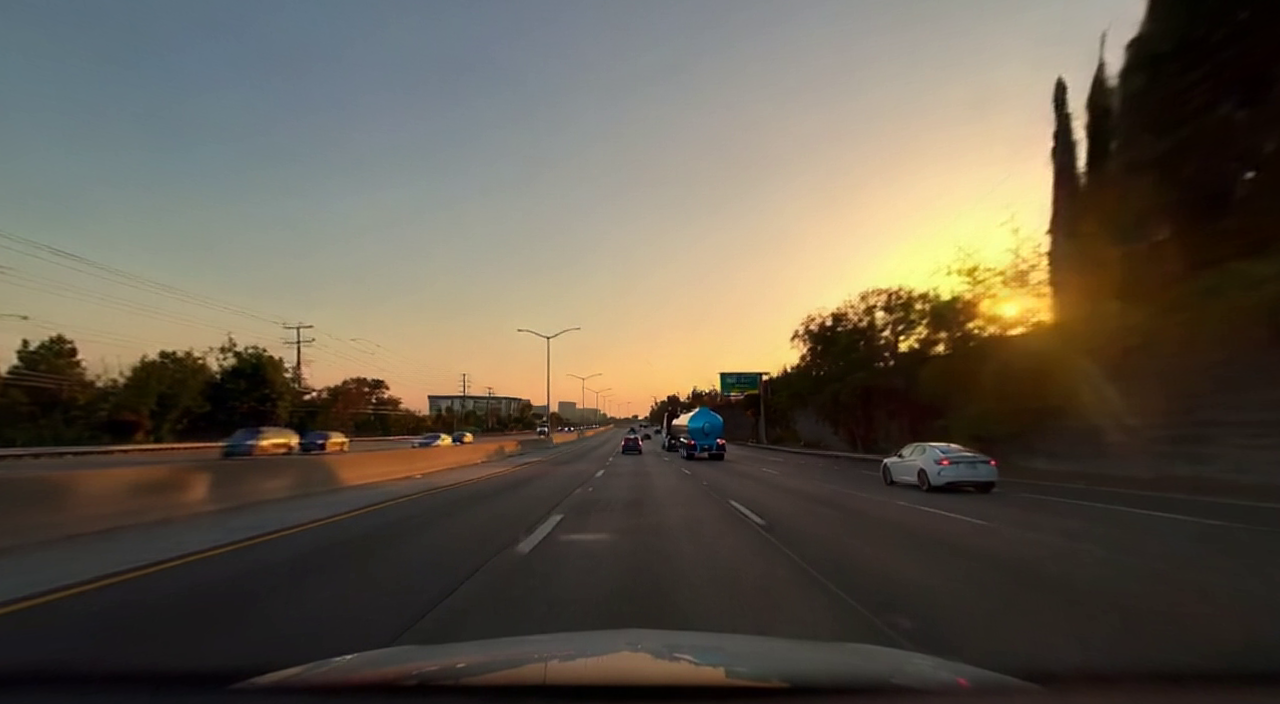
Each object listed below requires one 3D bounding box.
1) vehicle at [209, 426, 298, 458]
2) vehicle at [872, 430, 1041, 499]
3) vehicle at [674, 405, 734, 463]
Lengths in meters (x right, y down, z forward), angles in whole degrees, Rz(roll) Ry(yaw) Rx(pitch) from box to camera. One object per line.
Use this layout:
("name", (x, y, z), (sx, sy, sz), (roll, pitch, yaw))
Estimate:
("vehicle", (-25.039, 5.862, 41.146), (2.219, 1.863, 5.715), (0, -8, 0))
("vehicle", (7.759, 2.782, 16.092), (1.905, 1.480, 4.624), (0, -8, 0))
("vehicle", (3.754, 5.070, 38.764), (2.791, 3.179, 8.074), (0, -8, 0))
